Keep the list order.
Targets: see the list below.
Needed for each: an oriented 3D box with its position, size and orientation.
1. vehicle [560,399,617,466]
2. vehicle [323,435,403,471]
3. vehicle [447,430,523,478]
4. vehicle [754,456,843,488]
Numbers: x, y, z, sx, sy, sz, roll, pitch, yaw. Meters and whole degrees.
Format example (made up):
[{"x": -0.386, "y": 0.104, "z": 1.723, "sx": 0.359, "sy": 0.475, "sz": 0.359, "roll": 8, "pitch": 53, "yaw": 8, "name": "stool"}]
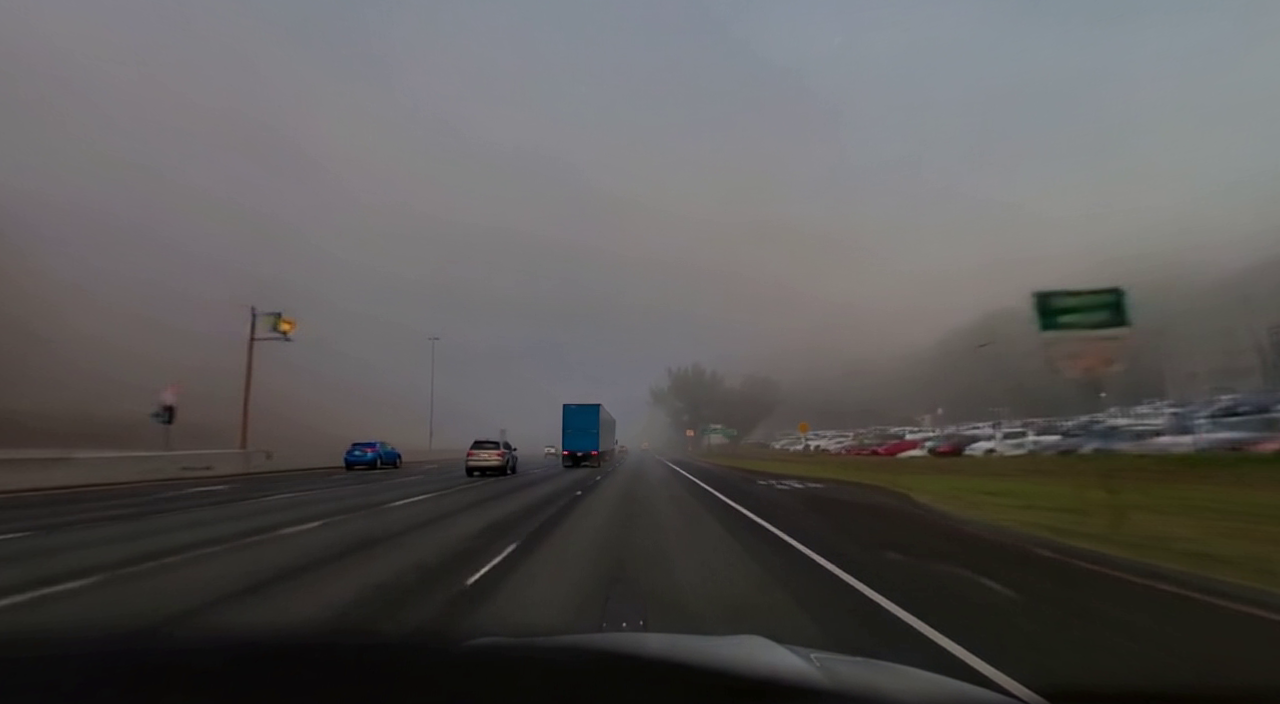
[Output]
[{"x": -3.332, "y": 5.820, "z": 44.689, "sx": 2.905, "sy": 4.037, "sz": 12.921, "roll": 0, "pitch": -8, "yaw": 0, "name": "vehicle"}, {"x": -14.134, "y": 5.145, "z": 32.453, "sx": 1.997, "sy": 1.695, "sz": 4.492, "roll": 0, "pitch": -8, "yaw": 1, "name": "vehicle"}, {"x": -6.337, "y": 4.232, "z": 26.408, "sx": 2.058, "sy": 1.840, "sz": 4.443, "roll": 0, "pitch": -8, "yaw": 0, "name": "vehicle"}, {"x": 5.526, "y": 4.237, "z": 22.462, "sx": 2.295, "sy": 0.969, "sz": 3.132, "roll": 0, "pitch": -8, "yaw": -1, "name": "vehicle"}]
